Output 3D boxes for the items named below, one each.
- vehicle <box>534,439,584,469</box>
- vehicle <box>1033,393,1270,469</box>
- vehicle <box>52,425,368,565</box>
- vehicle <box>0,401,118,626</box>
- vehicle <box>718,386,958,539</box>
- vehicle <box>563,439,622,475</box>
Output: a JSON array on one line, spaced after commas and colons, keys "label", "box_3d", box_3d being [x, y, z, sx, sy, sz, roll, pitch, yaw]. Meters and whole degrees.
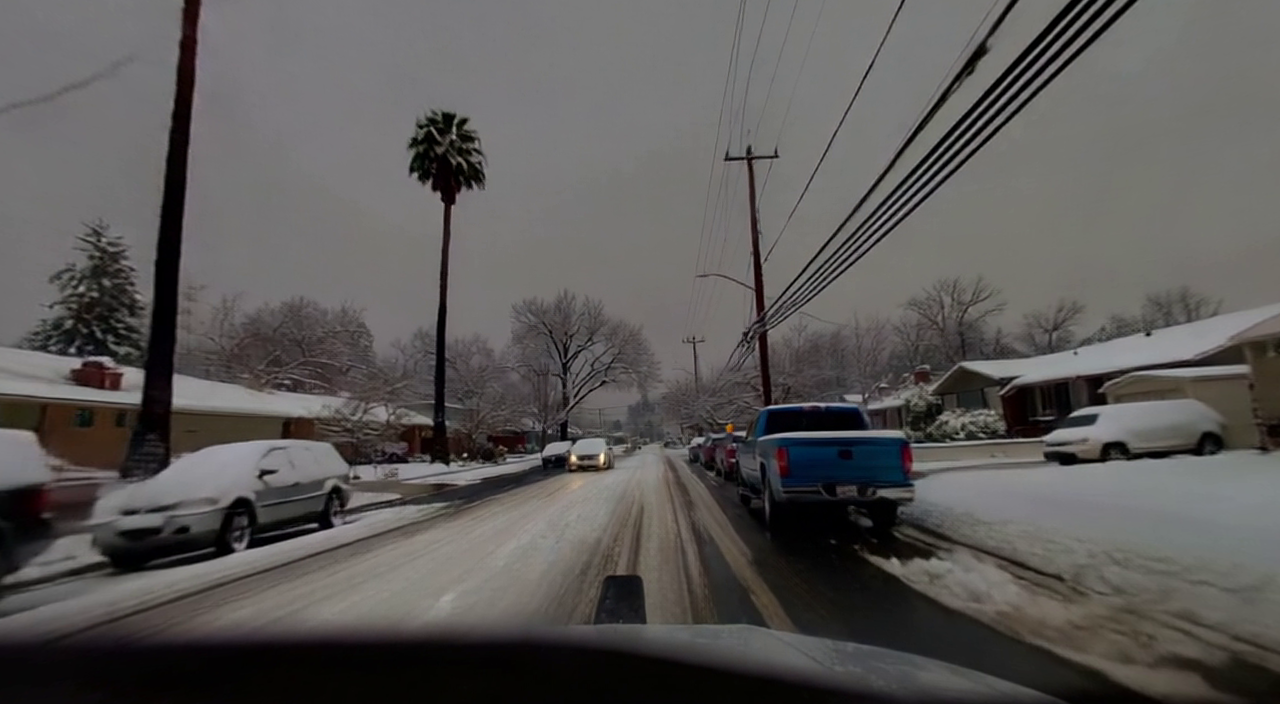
[{"label": "vehicle", "box_3d": [-5.098, 6.495, 40.359, 2.226, 1.768, 4.780, -1, -8, 4]}, {"label": "vehicle", "box_3d": [14.340, 2.275, 17.975, 4.778, 1.903, 2.205, -1, -8, -1]}, {"label": "vehicle", "box_3d": [-6.547, 2.180, 10.454, 1.930, 1.784, 4.474, 0, -8, 2]}, {"label": "vehicle", "box_3d": [-6.739, 1.225, 4.275, 2.252, 1.944, 4.714, 0, -8, 1]}, {"label": "vehicle", "box_3d": [3.012, 1.934, 11.683, 2.437, 2.015, 6.511, 0, -8, 1]}, {"label": "vehicle", "box_3d": [-2.134, 4.889, 29.699, 2.213, 1.548, 4.370, -1, -8, 3]}]
